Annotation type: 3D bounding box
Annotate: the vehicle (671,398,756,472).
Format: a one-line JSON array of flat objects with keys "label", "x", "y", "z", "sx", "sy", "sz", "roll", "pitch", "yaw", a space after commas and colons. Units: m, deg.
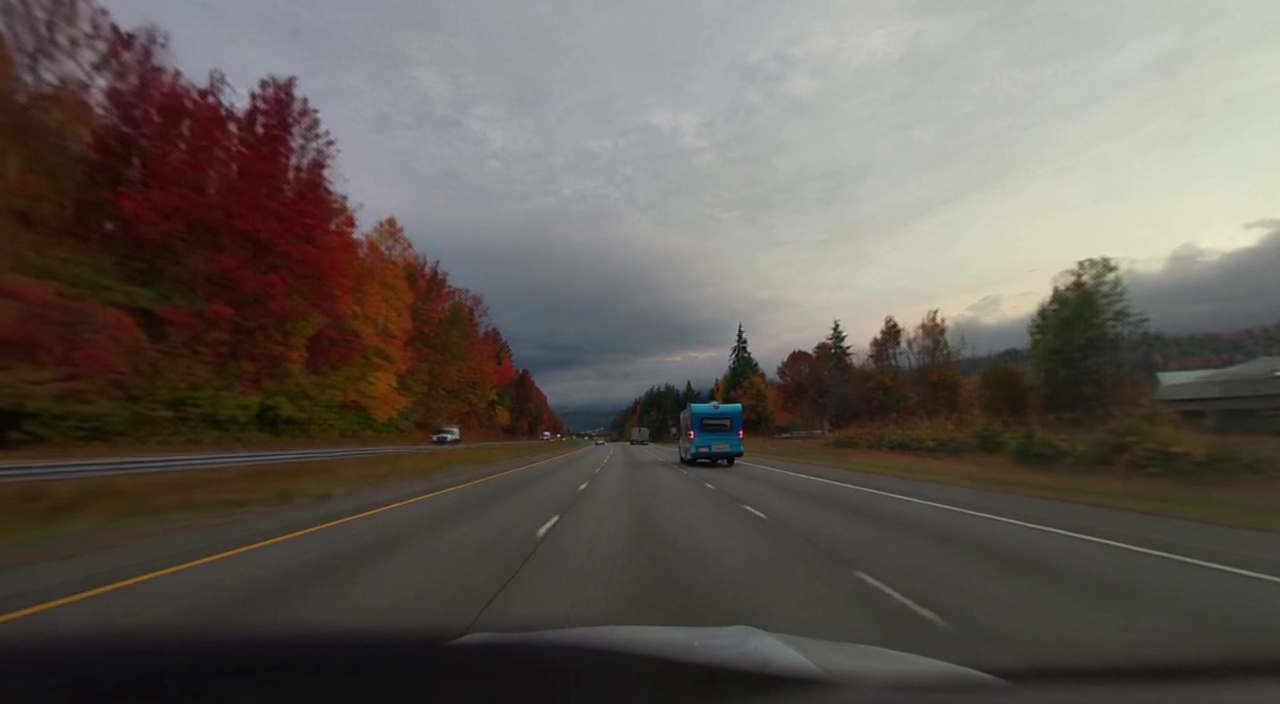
[{"label": "vehicle", "x": 3.037, "y": 3.711, "z": 28.178, "sx": 2.815, "sy": 2.876, "sz": 7.101, "roll": 0, "pitch": -8, "yaw": -1}]
